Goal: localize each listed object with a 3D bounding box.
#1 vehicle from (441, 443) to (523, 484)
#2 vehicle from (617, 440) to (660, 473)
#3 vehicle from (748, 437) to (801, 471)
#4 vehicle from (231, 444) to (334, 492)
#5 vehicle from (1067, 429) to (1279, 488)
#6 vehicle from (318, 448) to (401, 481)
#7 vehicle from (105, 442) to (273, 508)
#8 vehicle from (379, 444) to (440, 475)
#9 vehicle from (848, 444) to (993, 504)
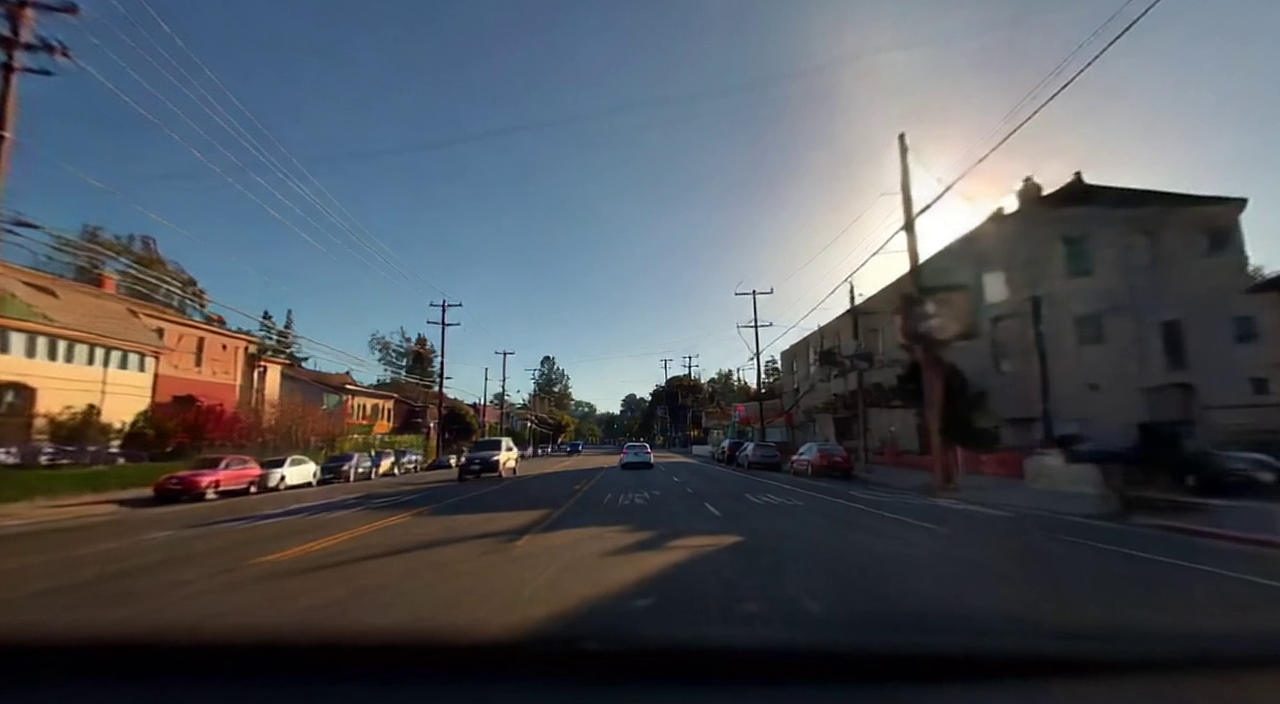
[{"bbox_3d":[-6.184,4.403,25.291,1.992,1.476,4.682,0,-8,1],"label":"vehicle"},{"bbox_3d":[-0.077,5.333,32.575,2.067,1.547,4.513,0,-8,0],"label":"vehicle"},{"bbox_3d":[7.829,5.991,37.279,2.026,1.851,4.360,0,-8,-2],"label":"vehicle"},{"bbox_3d":[-14.385,4.642,25.694,1.855,1.765,4.115,0,-8,-2],"label":"vehicle"},{"bbox_3d":[15.147,2.953,17.725,4.889,1.526,1.979,0,-8,-2],"label":"vehicle"},{"bbox_3d":[-14.428,5.807,32.879,1.953,1.543,4.984,0,-8,1],"label":"vehicle"},{"bbox_3d":[-14.267,3.846,20.437,1.981,1.761,4.652,-2,-7,1],"label":"vehicle"},{"bbox_3d":[-14.323,6.665,39.627,2.041,1.789,5.070,0,-8,-2],"label":"vehicle"},{"bbox_3d":[7.813,3.403,18.218,1.936,1.479,4.736,0,-8,-1],"label":"vehicle"}]
